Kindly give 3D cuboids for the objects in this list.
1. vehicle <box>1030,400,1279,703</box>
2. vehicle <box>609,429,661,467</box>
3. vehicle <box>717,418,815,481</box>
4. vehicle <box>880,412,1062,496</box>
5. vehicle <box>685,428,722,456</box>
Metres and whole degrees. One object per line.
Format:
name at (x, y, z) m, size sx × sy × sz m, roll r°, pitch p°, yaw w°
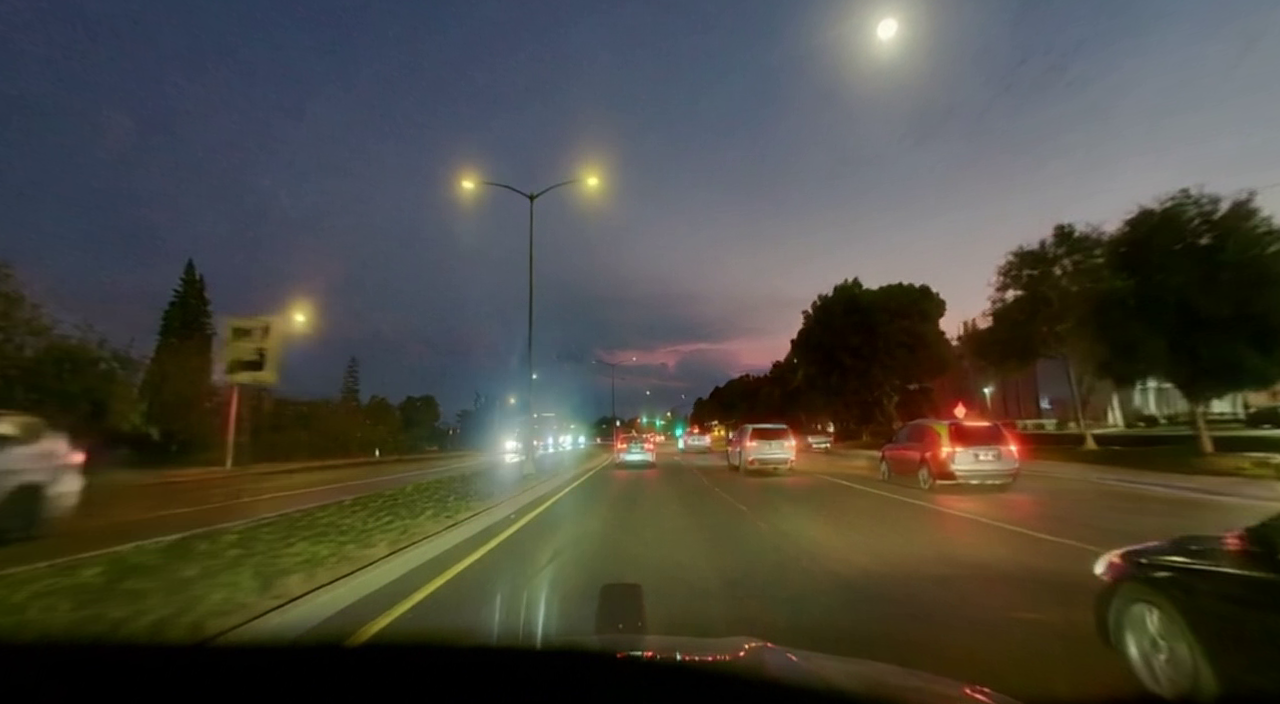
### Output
vehicle at (3.451, 0.819, 1.609) m, size 2.010 × 1.490 × 4.639 m, roll 0°, pitch -8°, yaw 2°
vehicle at (-0.181, 4.215, 27.620) m, size 2.111 × 1.506 × 4.018 m, roll 0°, pitch -8°, yaw 0°
vehicle at (3.739, 2.987, 19.445) m, size 2.130 × 1.718 × 4.310 m, roll 0°, pitch -8°, yaw 0°
vehicle at (7.651, 2.415, 15.146) m, size 2.008 × 1.714 × 4.407 m, roll 0°, pitch -8°, yaw 1°
vehicle at (4.092, 5.887, 41.100) m, size 1.982 × 1.709 × 4.427 m, roll 0°, pitch -8°, yaw 0°
